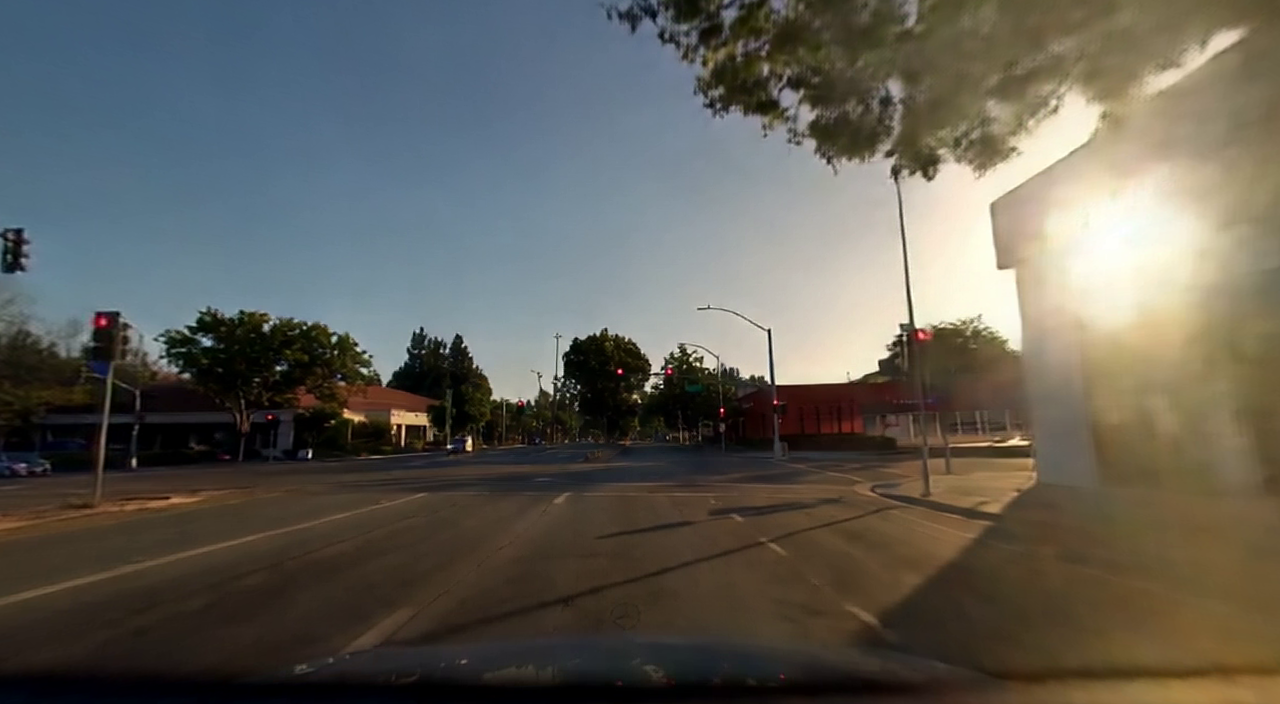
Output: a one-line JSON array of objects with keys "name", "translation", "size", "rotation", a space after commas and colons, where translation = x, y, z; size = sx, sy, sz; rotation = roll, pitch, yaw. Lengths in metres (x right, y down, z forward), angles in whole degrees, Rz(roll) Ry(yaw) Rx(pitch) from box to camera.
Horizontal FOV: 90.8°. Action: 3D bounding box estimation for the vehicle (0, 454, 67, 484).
[{"name": "vehicle", "translation": [-33.500, 6.166, 33.408], "size": [4.500, 1.465, 1.936], "rotation": [0, -8, 1]}]
